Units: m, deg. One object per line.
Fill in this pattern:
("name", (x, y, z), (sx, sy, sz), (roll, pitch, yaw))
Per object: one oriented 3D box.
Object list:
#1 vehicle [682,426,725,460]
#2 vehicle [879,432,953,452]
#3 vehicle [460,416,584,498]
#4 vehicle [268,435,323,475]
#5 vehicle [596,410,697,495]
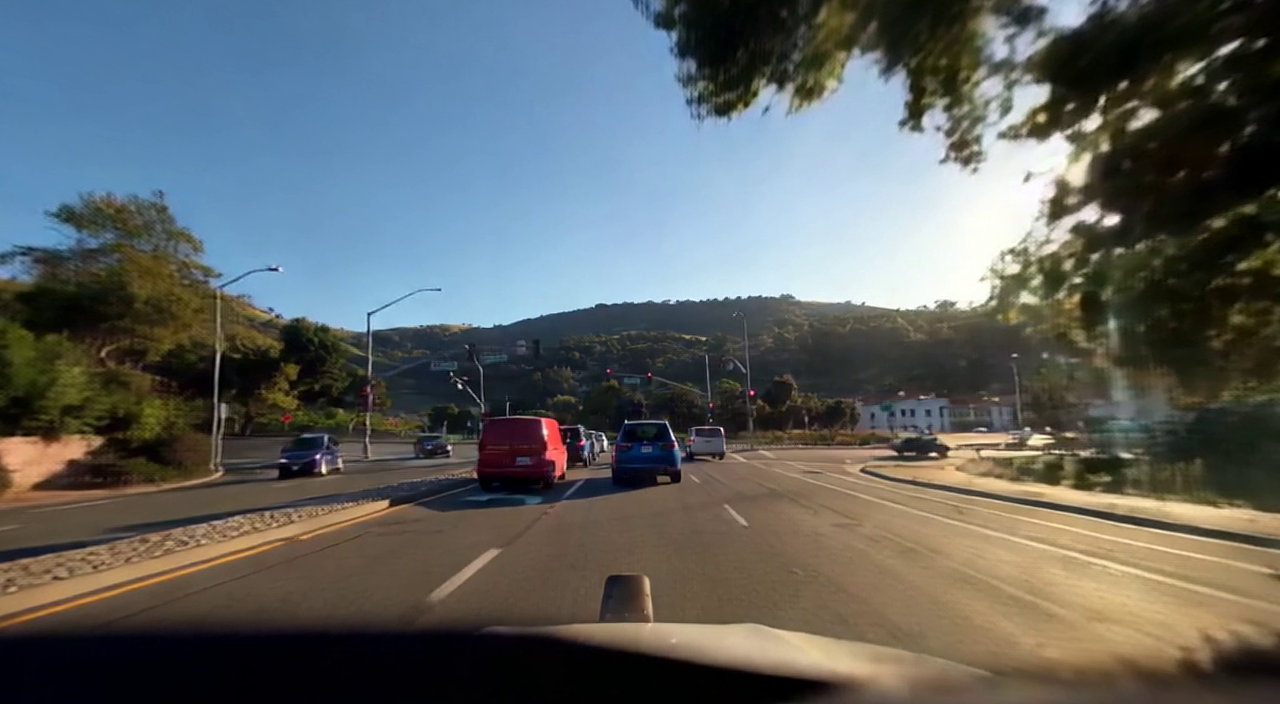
("vehicle", (3.247, 4.736, 32.818), (1.817, 1.662, 3.843), (0, -8, -1))
("vehicle", (21.605, 7.064, 49.451), (4.914, 1.470, 1.803), (0, -8, 2))
("vehicle", (-2.783, 2.640, 16.116), (2.131, 1.783, 4.540), (0, -8, 2))
("vehicle", (-16.475, 4.884, 30.168), (2.053, 1.754, 4.717), (4, -9, -28))
("vehicle", (0.191, 2.514, 15.966), (2.185, 1.822, 4.391), (0, -8, 2))
